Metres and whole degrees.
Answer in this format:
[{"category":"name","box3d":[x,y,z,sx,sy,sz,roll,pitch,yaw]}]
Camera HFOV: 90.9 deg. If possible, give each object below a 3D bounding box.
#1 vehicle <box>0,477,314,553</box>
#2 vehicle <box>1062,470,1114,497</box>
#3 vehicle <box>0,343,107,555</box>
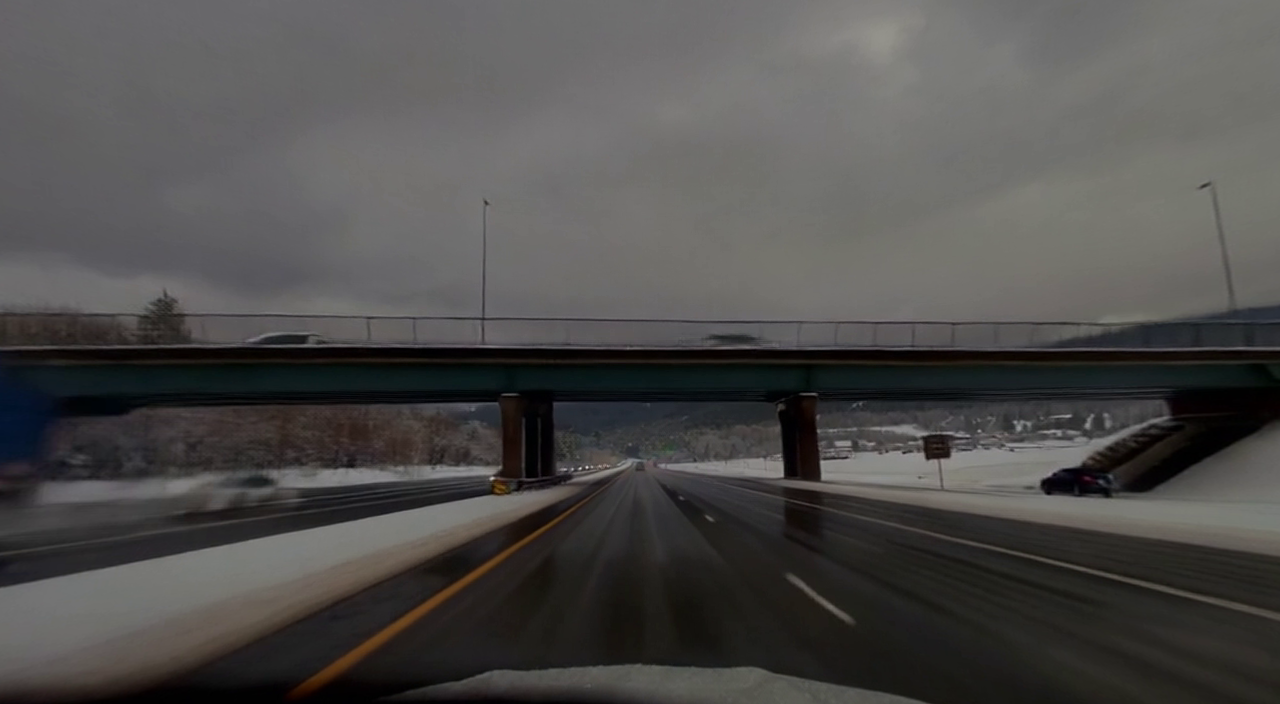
[{"category":"vehicle","box3d":[-13.260,4.225,17.523,2.628,1.252,10.954,-1,-10,0]},{"category":"vehicle","box3d":[29.181,8.571,41.160,1.951,1.616,4.175,-4,-11,24]},{"category":"vehicle","box3d":[-13.282,1.277,8.919,2.933,3.849,9.640,1,-10,-1]}]
